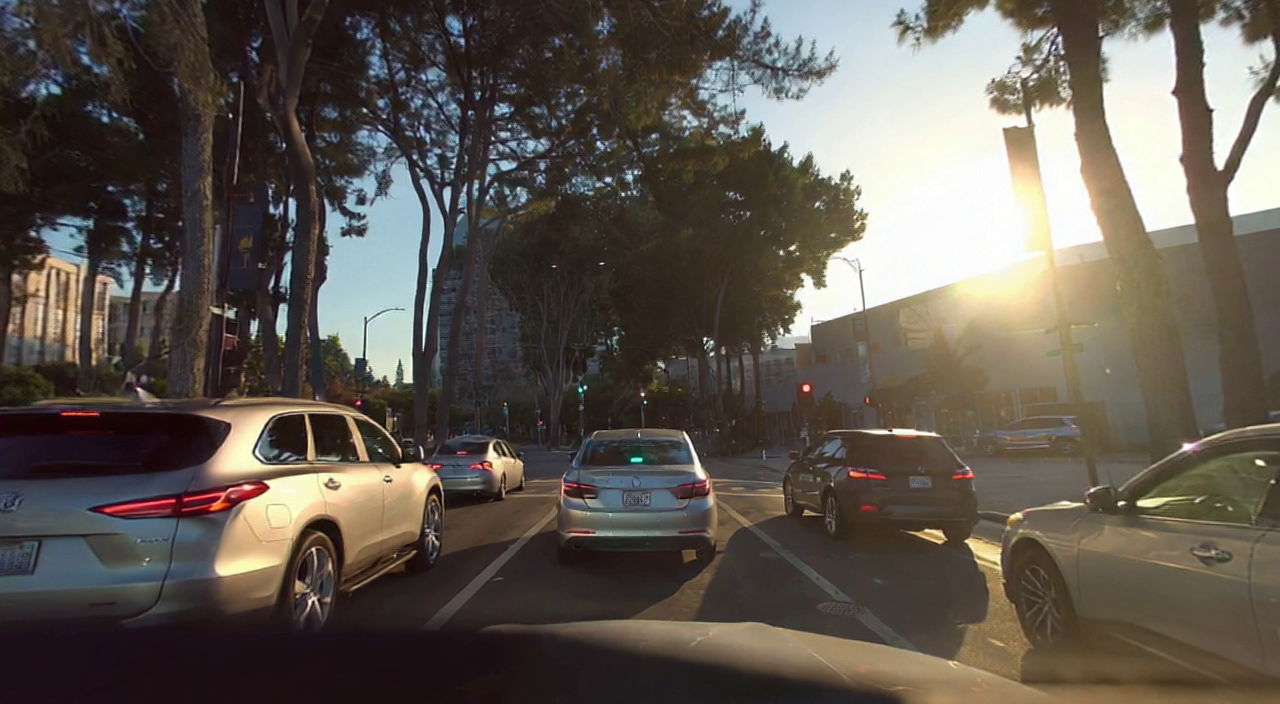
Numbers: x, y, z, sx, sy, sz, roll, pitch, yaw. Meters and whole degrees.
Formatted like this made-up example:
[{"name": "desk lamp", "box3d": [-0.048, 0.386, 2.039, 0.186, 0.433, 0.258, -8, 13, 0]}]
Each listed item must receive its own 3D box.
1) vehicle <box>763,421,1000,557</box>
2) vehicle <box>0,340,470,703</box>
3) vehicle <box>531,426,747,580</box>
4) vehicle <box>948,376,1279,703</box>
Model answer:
[{"name": "vehicle", "box3d": [3.413, 2.019, 10.023, 2.040, 1.647, 4.379, 0, -9, 0]}, {"name": "vehicle", "box3d": [-3.143, 1.163, 5.059, 2.168, 1.750, 4.625, -1, -9, 1]}, {"name": "vehicle", "box3d": [-0.037, 1.802, 8.318, 2.147, 1.507, 3.953, 0, -8, -1]}, {"name": "vehicle", "box3d": [3.329, 0.961, 2.831, 1.899, 1.588, 3.888, 0, -9, 0]}]
